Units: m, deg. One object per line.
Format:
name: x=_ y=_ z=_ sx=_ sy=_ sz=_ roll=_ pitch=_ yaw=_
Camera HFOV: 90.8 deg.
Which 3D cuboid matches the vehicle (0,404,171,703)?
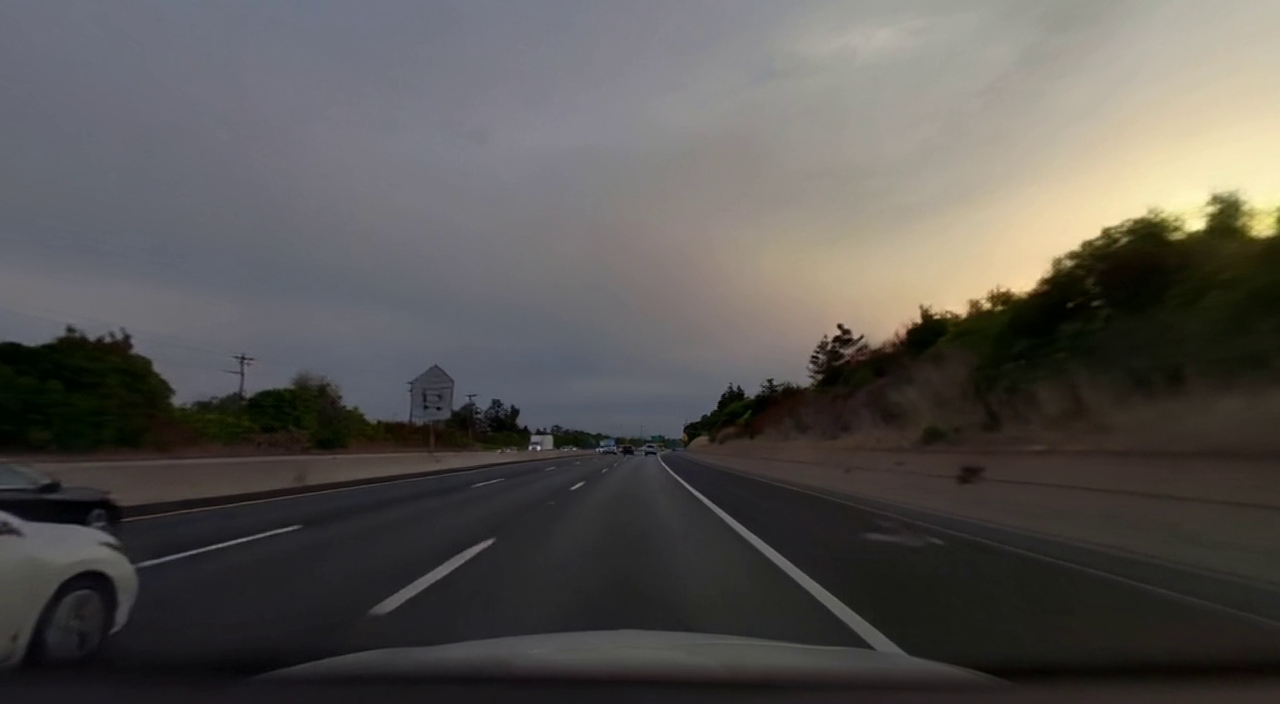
vehicle: x=-3.780 y=0.871 z=1.963 sx=1.991 sy=1.507 sz=3.391 roll=0 pitch=-9 yaw=0
